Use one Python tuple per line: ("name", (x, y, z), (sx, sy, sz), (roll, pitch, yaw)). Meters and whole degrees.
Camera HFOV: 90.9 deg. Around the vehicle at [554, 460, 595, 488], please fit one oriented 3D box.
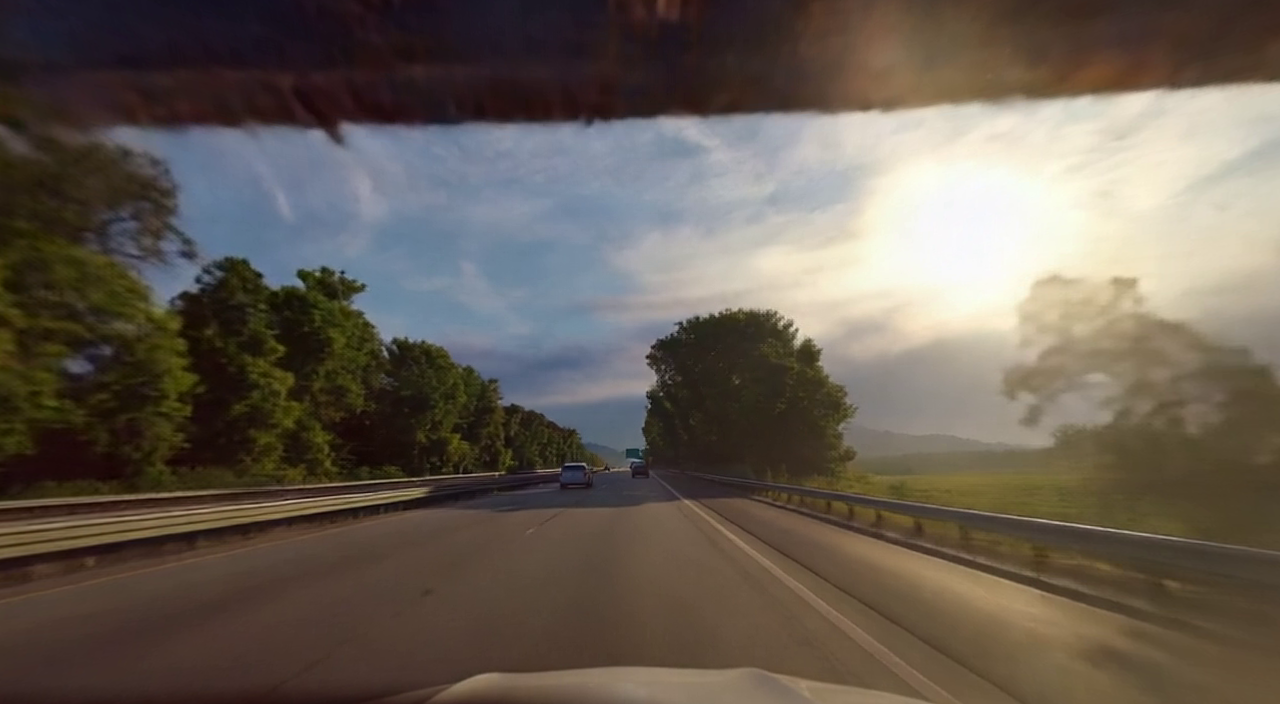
("vehicle", (-4.001, 7.565, 39.267), (2.081, 1.586, 4.245), (1, -10, 0))
